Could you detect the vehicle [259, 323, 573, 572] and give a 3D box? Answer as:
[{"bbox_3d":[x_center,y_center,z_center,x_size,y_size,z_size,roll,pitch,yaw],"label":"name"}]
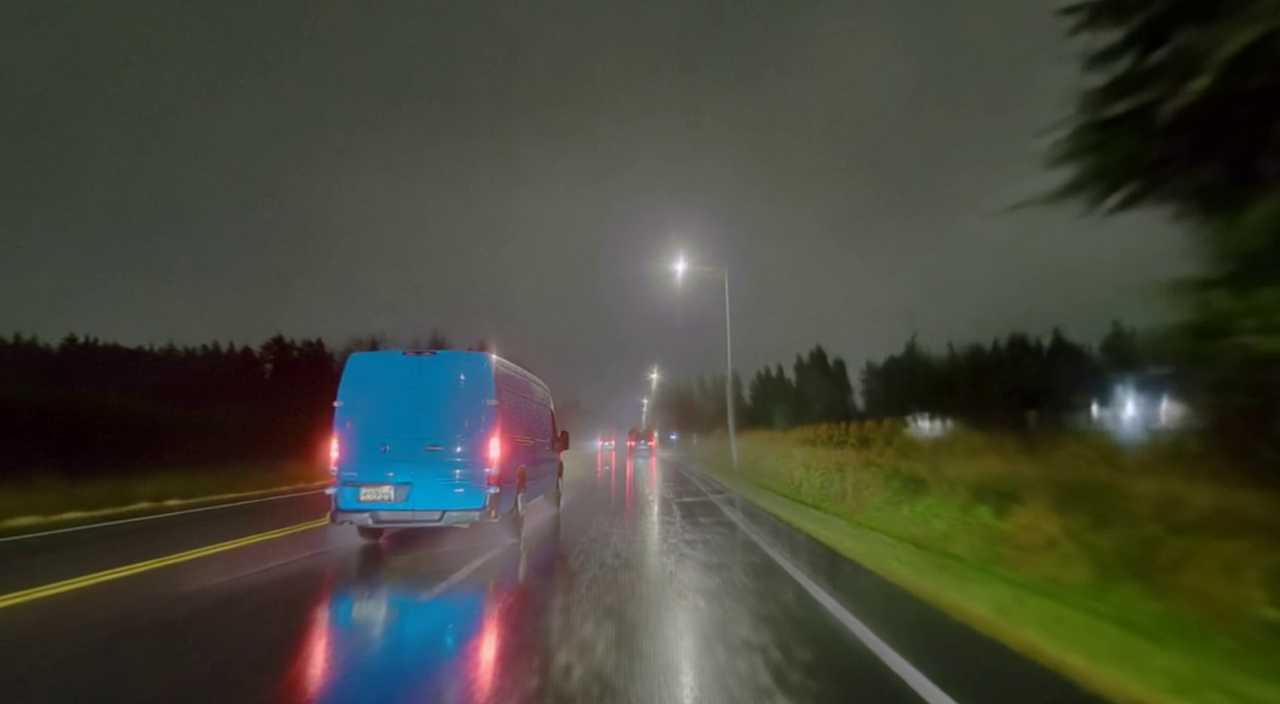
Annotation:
[{"bbox_3d":[-2.681,1.417,9.721,2.497,2.628,6.016,0,-8,1],"label":"vehicle"}]
